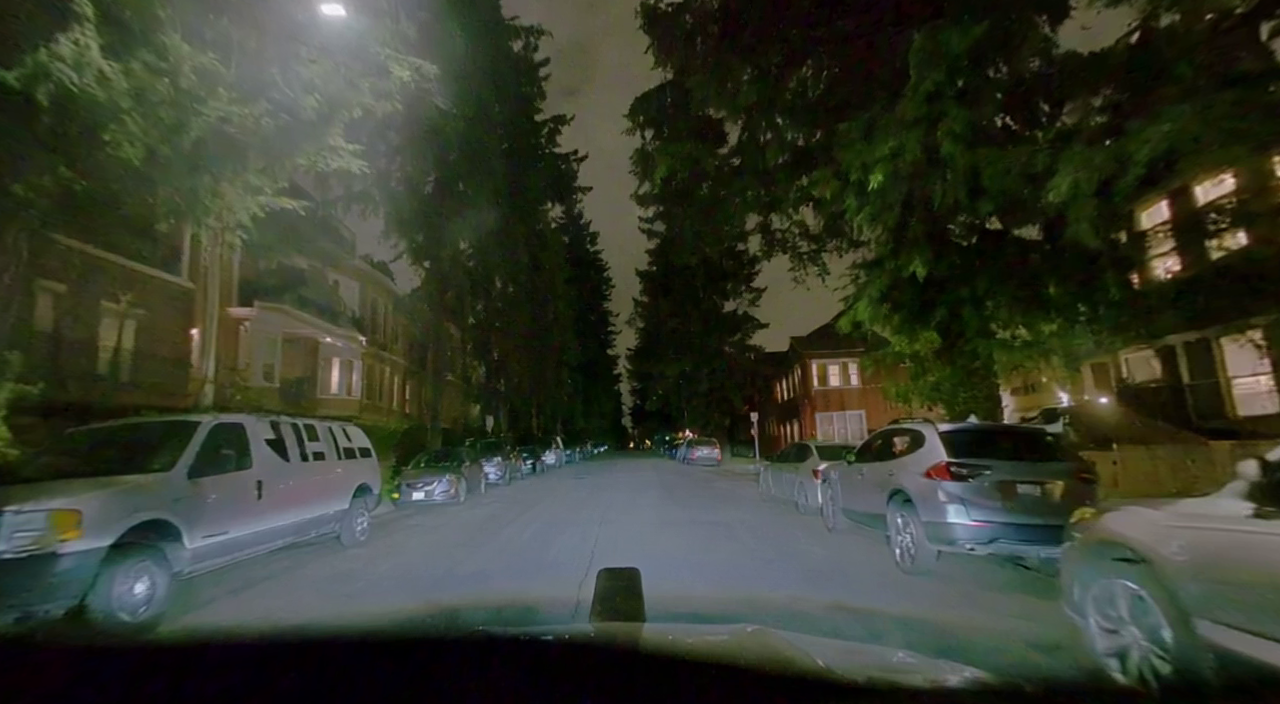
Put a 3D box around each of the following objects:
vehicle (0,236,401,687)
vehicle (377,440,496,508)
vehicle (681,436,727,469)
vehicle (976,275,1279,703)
[{"bbox_3d":[-4.959,1.071,6.827,2.330,2.676,6.346,0,-8,-1],"label":"vehicle"},{"bbox_3d":[-4.995,3.020,16.195,1.901,1.486,4.422,1,-8,-5],"label":"vehicle"},{"bbox_3d":[3.486,5.584,35.365,1.994,1.710,4.699,0,-8,-1],"label":"vehicle"},{"bbox_3d":[3.644,0.609,1.866,2.251,1.979,5.223,0,-8,-2],"label":"vehicle"}]
